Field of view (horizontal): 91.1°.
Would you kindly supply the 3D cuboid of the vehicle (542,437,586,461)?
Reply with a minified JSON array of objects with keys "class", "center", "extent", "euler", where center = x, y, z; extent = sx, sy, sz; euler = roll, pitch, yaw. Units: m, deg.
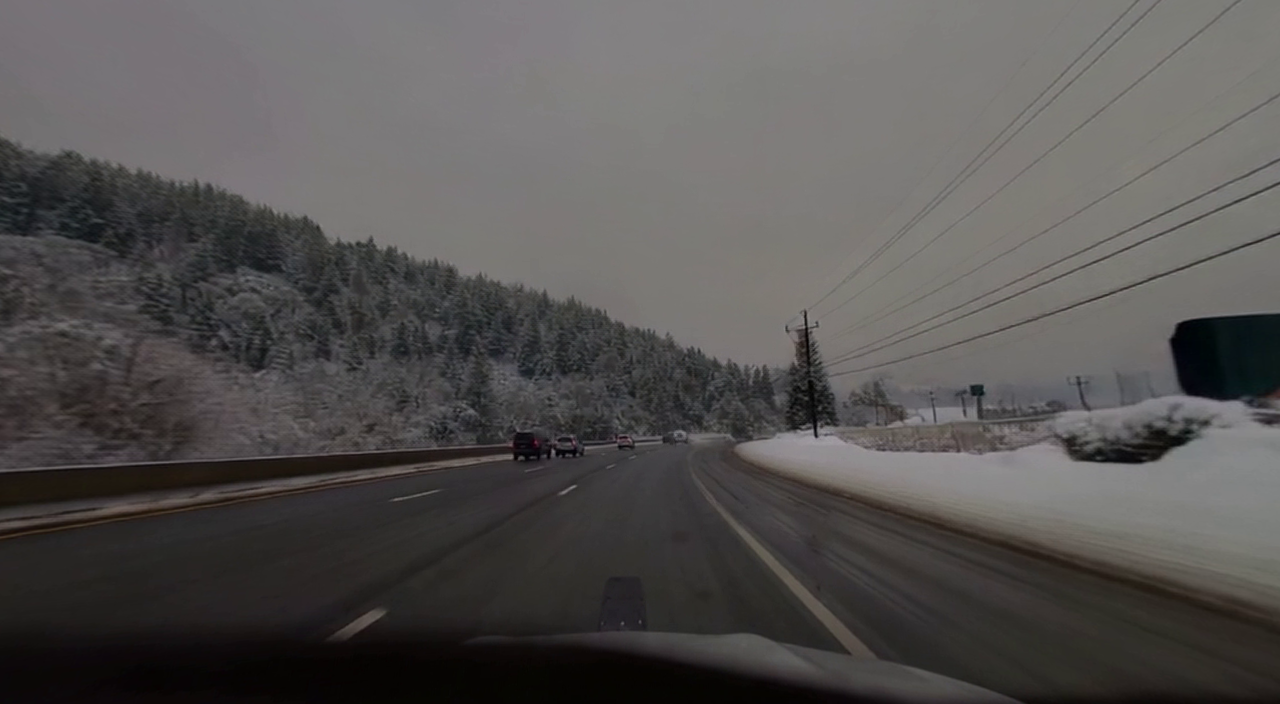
[{"class":"vehicle","center":[-5.129,6.623,42.917],"extent":[2.010,1.489,4.456],"euler":[-1,-8,5]}]

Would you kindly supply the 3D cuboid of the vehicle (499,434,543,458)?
[{"class":"vehicle","center":[-8.826,7.021,46.912],"extent":[2.063,1.743,4.392],"euler":[-1,-8,6]}]
